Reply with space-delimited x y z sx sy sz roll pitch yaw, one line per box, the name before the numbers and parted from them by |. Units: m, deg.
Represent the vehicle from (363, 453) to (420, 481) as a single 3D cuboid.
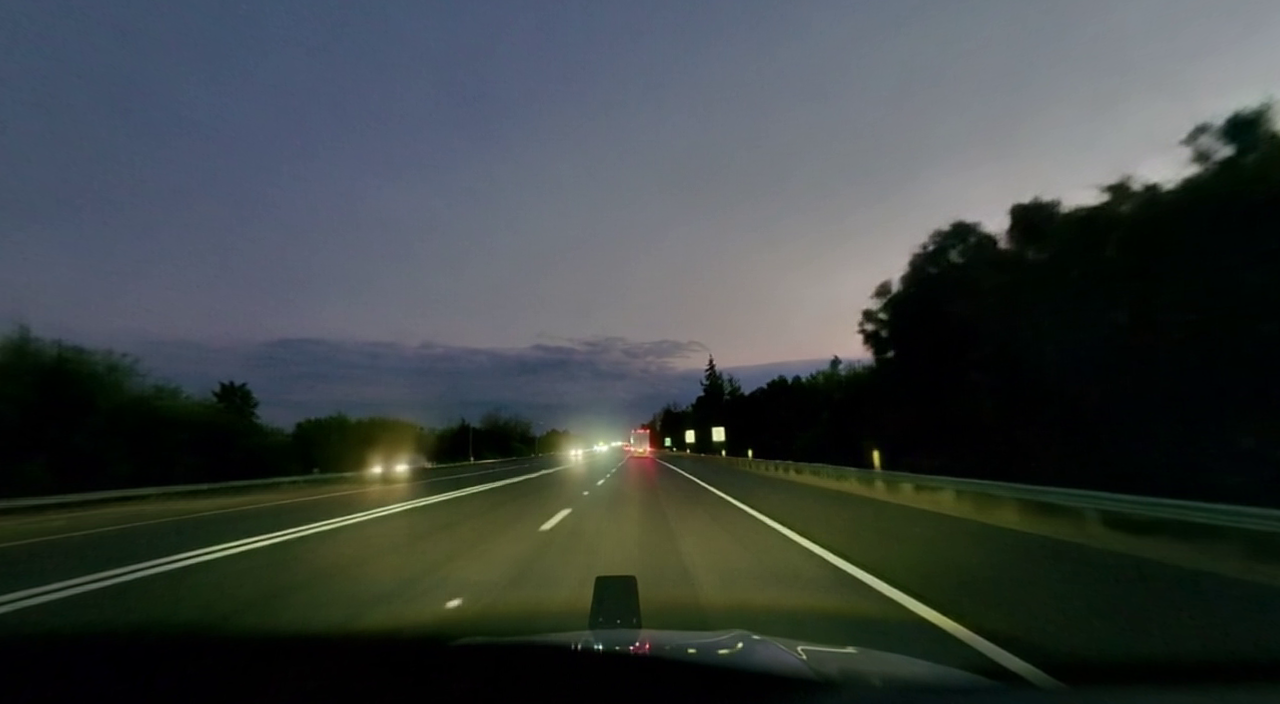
vehicle | -17.201 7.960 43.615 1.978 1.828 4.675 0 -9 0
